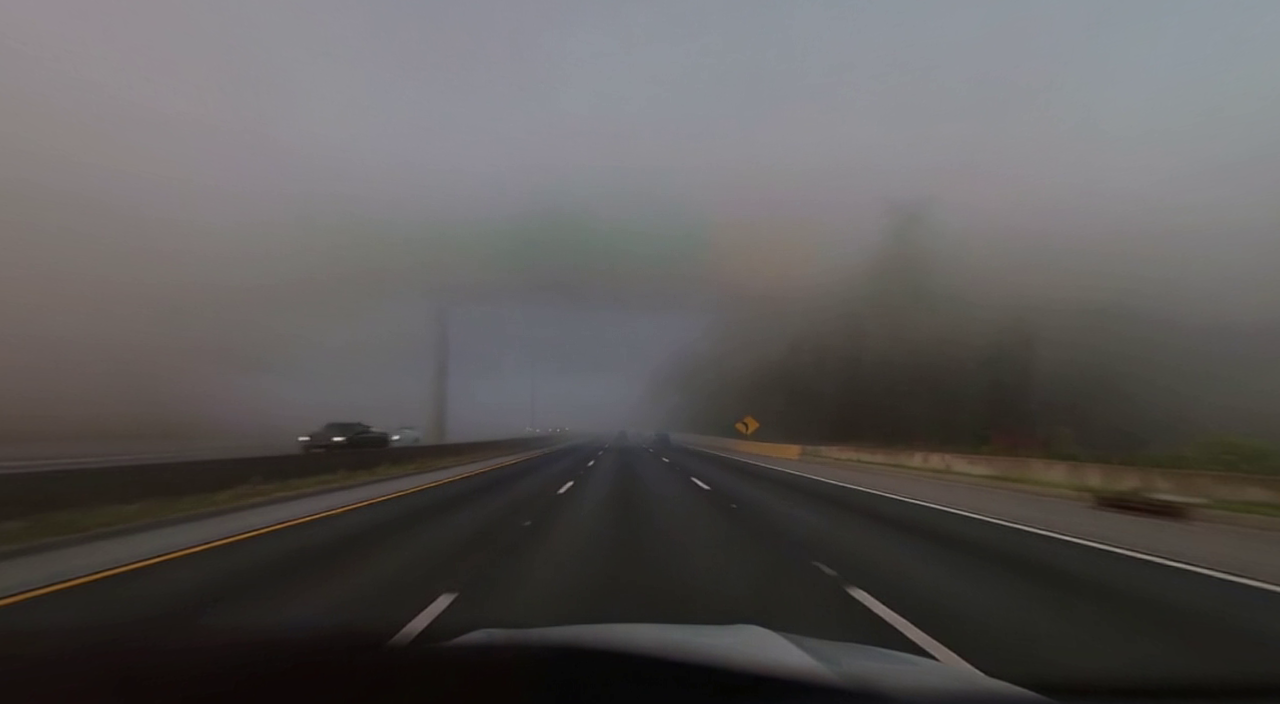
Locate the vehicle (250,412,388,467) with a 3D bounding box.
[{"bbox_3d":[-12.529,3.499,25.278,2.572,1.914,5.882,0,-8,-2],"label":"vehicle"}]
